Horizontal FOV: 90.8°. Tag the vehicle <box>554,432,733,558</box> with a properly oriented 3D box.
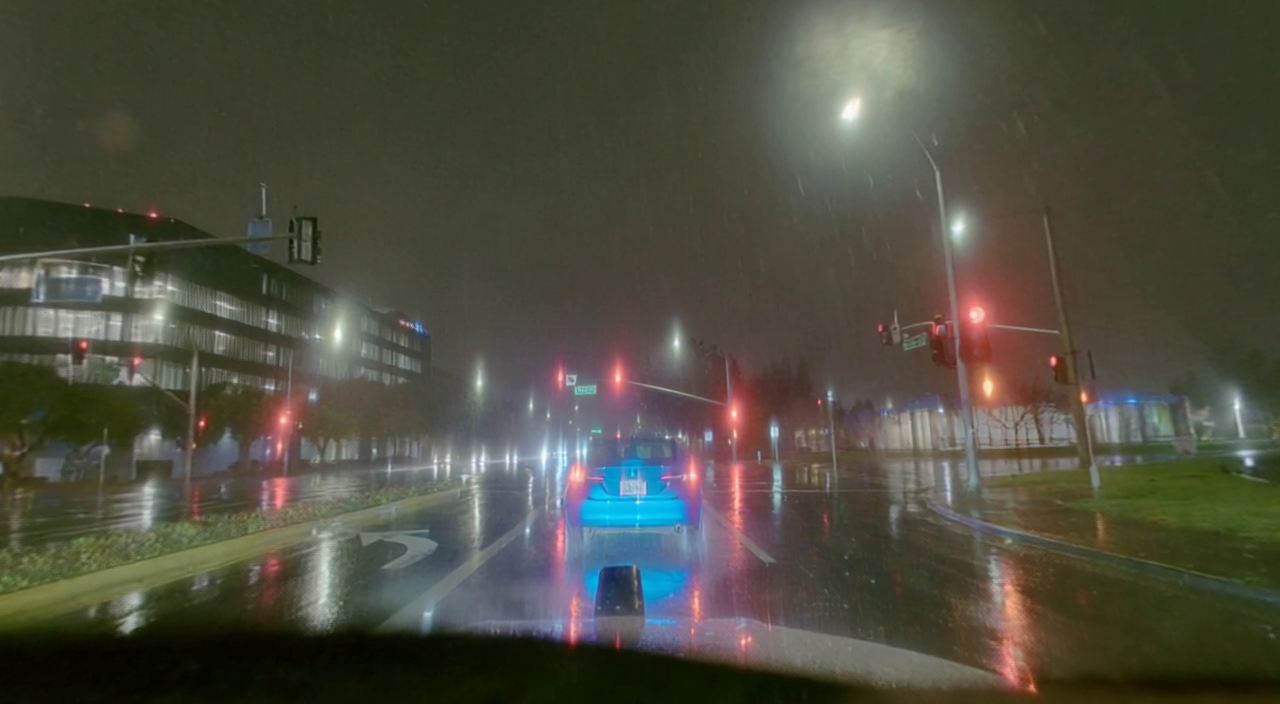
[{"bbox_3d":[0.007,1.995,9.514,2.107,1.470,3.974,0,-9,-1],"label":"vehicle"}]
